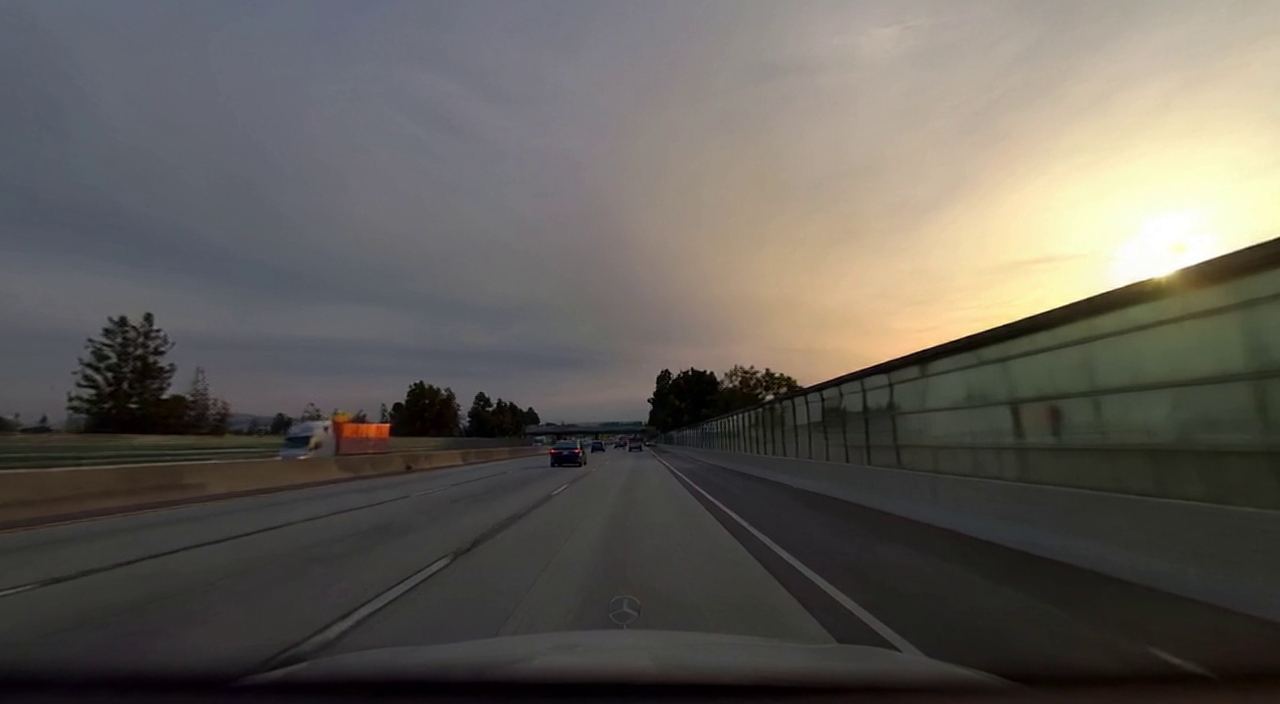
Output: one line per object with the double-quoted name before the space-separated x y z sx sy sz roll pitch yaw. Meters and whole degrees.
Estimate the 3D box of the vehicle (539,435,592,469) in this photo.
"vehicle" -3.546 4.884 30.726 2.059 1.541 4.296 0 -8 0
